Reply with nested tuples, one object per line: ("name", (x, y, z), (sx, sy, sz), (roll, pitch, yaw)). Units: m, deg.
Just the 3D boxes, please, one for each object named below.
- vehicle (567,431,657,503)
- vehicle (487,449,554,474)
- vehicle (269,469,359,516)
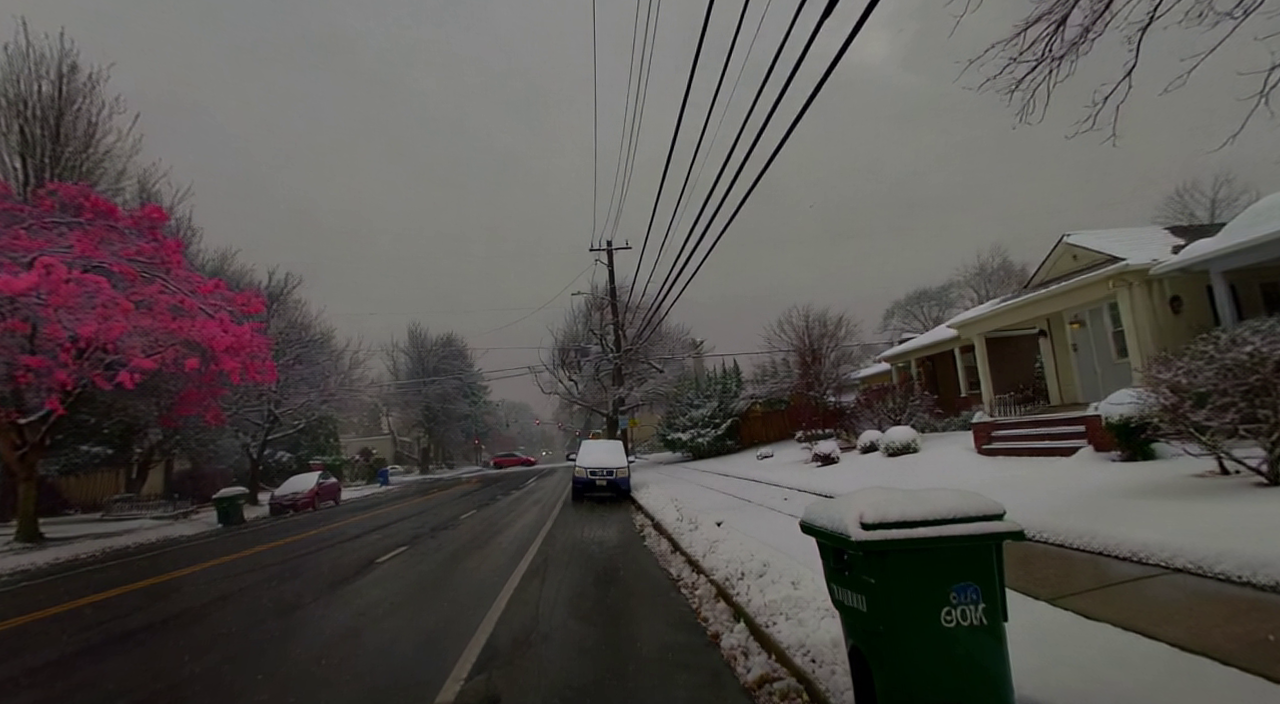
("vehicle", (-0.827, 3.081, 17.388), (2.190, 1.708, 4.115), (0, -8, -4))
("vehicle", (-9.142, 8.396, 48.615), (4.723, 1.679, 2.218), (-2, -9, 1))
("vehicle", (-13.764, 5.920, 26.979), (1.982, 1.660, 4.142), (1, -8, -6))
